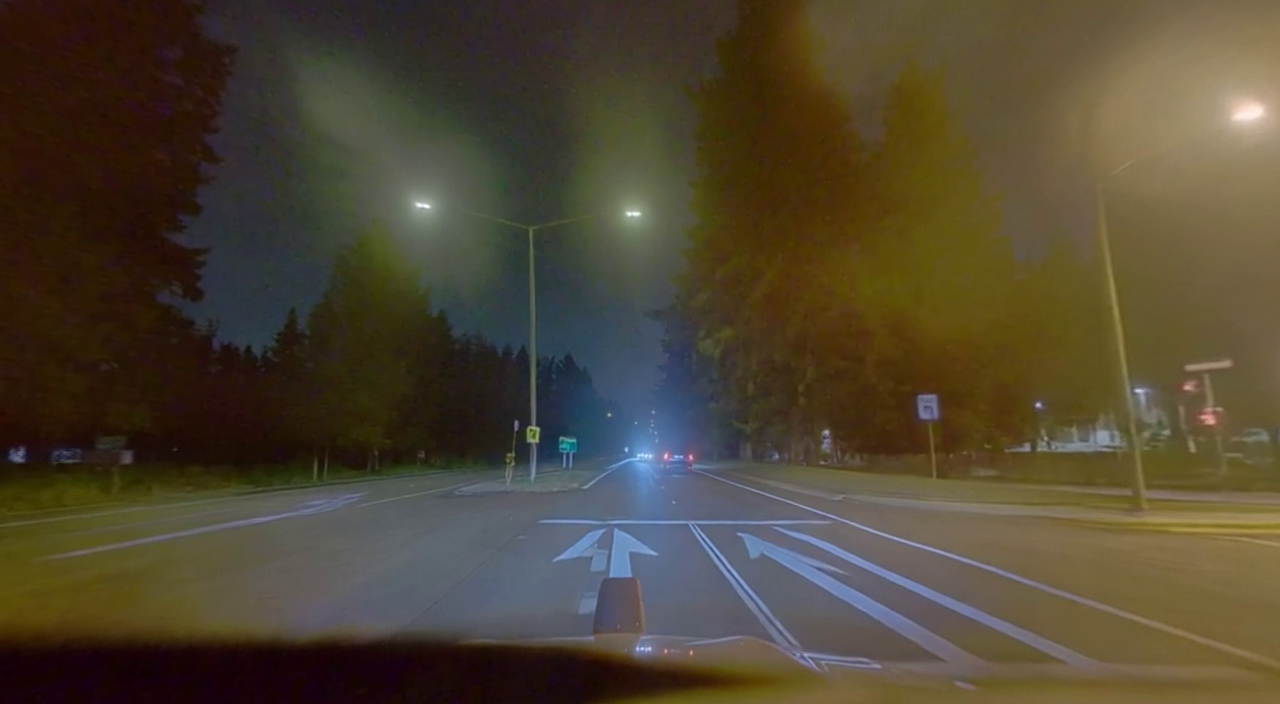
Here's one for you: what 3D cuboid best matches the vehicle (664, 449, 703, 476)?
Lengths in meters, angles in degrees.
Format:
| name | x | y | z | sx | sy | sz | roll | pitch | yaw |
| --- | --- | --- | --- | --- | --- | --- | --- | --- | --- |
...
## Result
| name | x | y | z | sx | sy | sz | roll | pitch | yaw |
| --- | --- | --- | --- | --- | --- | --- | --- | --- | --- |
| vehicle | 2.660 | 6.871 | 39.525 | 2.044 | 1.537 | 4.528 | 0 | -8 | -1 |
